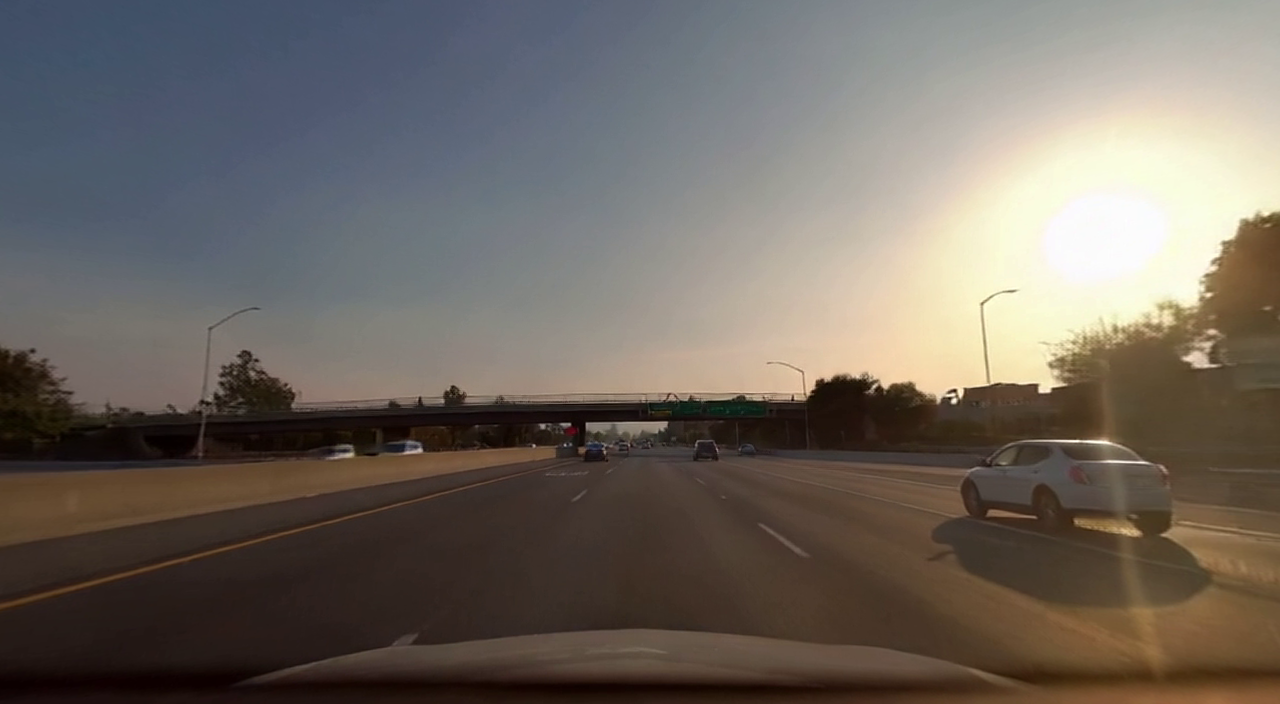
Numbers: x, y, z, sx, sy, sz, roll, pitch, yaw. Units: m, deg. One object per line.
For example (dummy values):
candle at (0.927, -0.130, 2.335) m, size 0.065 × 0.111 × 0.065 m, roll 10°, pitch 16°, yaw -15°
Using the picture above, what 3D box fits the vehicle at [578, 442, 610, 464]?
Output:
vehicle at (-3.460, 7.689, 47.901) m, size 2.055 × 1.533 × 4.604 m, roll 0°, pitch -8°, yaw 1°

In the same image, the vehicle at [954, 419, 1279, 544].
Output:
vehicle at (7.578, 2.037, 10.610) m, size 2.032 × 1.601 × 4.863 m, roll 0°, pitch -8°, yaw 0°
